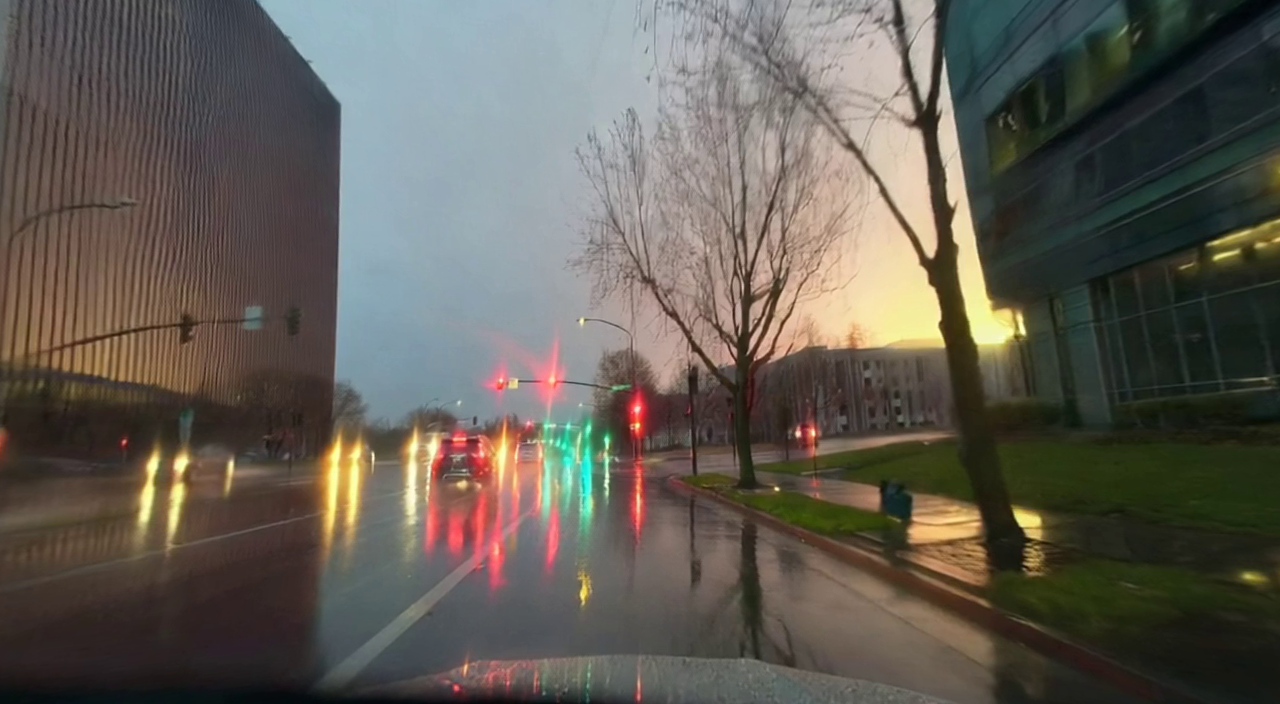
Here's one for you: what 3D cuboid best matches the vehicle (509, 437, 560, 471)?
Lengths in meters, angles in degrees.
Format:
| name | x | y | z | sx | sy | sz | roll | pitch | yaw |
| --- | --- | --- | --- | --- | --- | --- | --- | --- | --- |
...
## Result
| name | x | y | z | sx | sy | sz | roll | pitch | yaw |
| --- | --- | --- | --- | --- | --- | --- | --- | --- | --- |
| vehicle | -6.200 | 6.083 | 37.627 | 2.384 | 1.849 | 5.009 | 1 | -9 | -2 |

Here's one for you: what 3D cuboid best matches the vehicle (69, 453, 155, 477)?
| name | x | y | z | sx | sy | sz | roll | pitch | yaw |
| --- | --- | --- | --- | --- | --- | --- | --- | --- | --- |
| vehicle | -41.545 | 8.864 | 49.612 | 4.760 | 1.526 | 2.108 | -1 | -7 | -5 |

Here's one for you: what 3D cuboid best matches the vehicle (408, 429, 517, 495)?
| name | x | y | z | sx | sy | sz | roll | pitch | yaw |
| --- | --- | --- | --- | --- | --- | --- | --- | --- | --- |
| vehicle | -5.249 | 3.321 | 19.335 | 2.169 | 1.741 | 4.588 | 1 | -9 | -3 |
